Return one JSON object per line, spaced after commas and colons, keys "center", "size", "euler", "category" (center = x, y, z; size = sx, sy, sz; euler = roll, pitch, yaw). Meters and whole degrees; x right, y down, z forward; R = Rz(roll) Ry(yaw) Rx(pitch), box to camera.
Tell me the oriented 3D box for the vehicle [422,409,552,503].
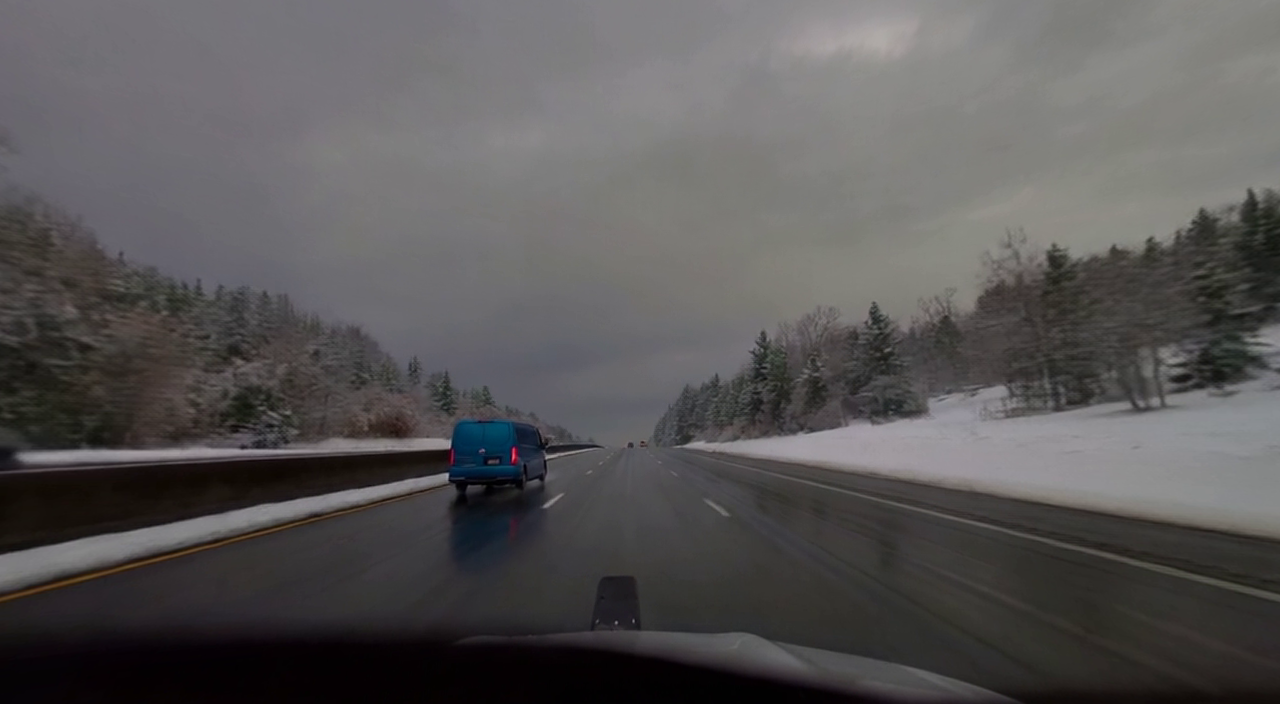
{"center": [-3.666, 2.588, 16.153], "size": [2.297, 2.011, 4.736], "euler": [0, -8, -2], "category": "vehicle"}
